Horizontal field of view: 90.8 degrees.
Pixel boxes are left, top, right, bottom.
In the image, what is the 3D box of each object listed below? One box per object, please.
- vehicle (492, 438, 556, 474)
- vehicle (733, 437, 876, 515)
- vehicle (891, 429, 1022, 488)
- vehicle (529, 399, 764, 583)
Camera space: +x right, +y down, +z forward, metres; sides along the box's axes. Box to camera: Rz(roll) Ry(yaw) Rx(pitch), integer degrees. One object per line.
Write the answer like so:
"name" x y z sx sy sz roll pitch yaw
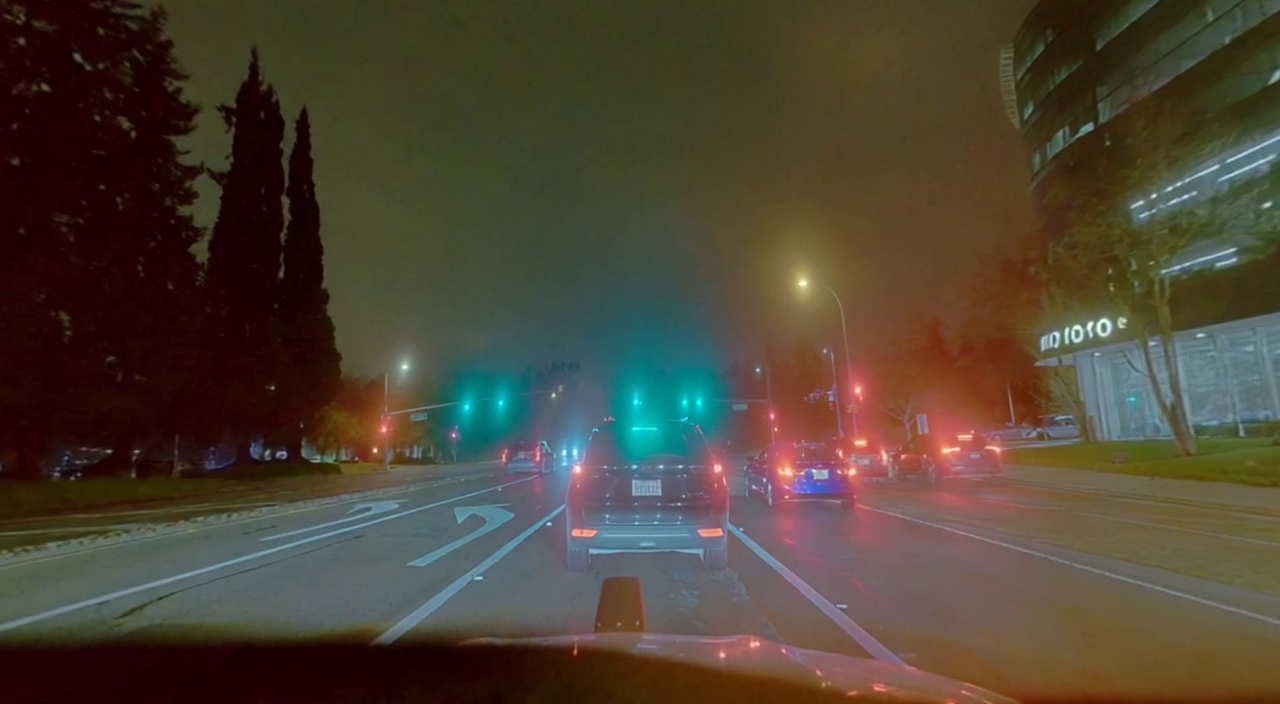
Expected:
"vehicle" -6.330 5.768 35.225 2.555 1.819 5.145 0 -9 0
"vehicle" 3.485 2.704 14.338 1.997 1.471 4.321 0 -9 -1
"vehicle" 10.840 3.693 22.137 2.123 1.812 4.553 0 -9 -1
"vehicle" 0.055 1.657 8.269 2.266 1.762 4.131 0 -9 0
